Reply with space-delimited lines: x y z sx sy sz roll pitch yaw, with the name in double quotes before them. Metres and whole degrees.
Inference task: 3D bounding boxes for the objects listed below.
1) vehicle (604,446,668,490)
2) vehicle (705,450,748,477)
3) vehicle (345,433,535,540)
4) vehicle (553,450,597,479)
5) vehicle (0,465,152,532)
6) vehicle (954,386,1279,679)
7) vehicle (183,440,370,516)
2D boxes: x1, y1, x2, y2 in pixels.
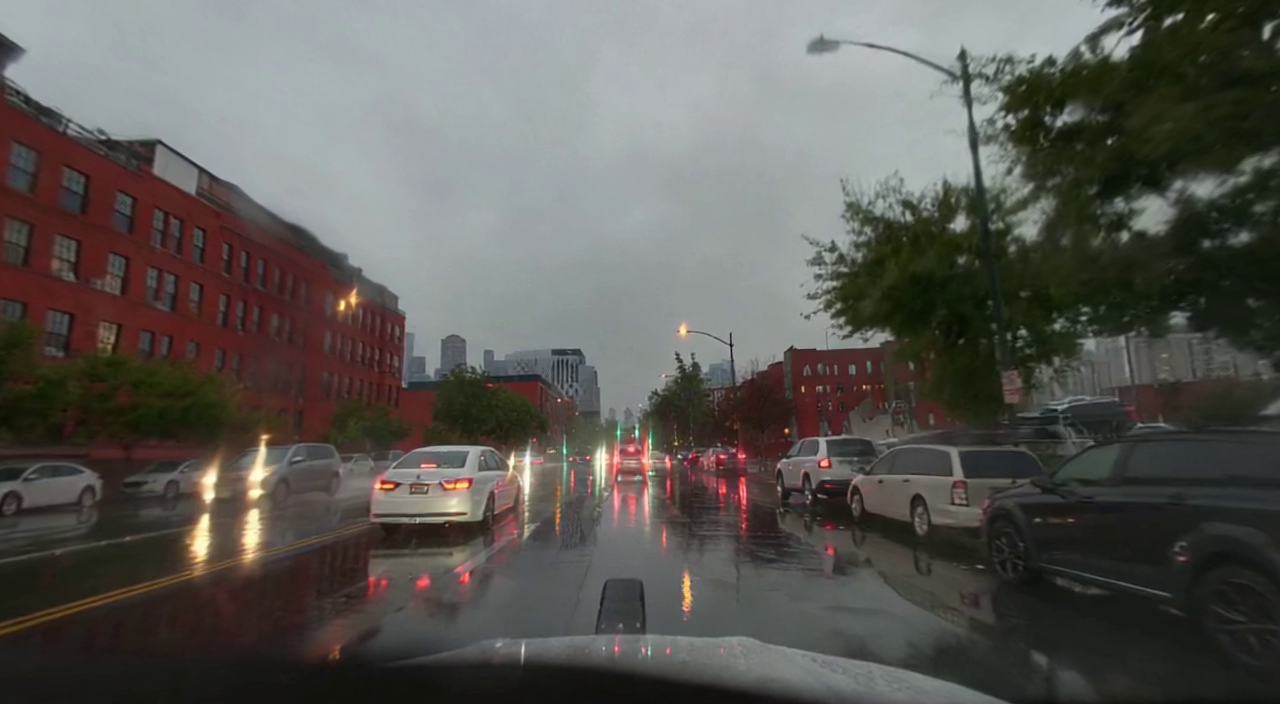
"vehicle" -0.181 4.376 24.081 2.230 1.518 4.113 1 -9 -1
"vehicle" 5.000 6.468 36.745 1.832 1.491 4.054 1 -9 -1
"vehicle" -3.361 2.359 11.735 1.934 1.548 4.635 0 -9 1
"vehicle" -3.698 6.470 36.584 1.972 1.560 4.066 0 -9 2
"vehicle" -17.765 4.252 18.776 2.181 1.579 5.185 0 -9 2
"vehicle" 4.801 1.245 4.775 2.001 1.742 4.996 1 -9 -3
"vehicle" -9.541 3.316 17.142 2.186 1.745 4.693 0 -9 1
